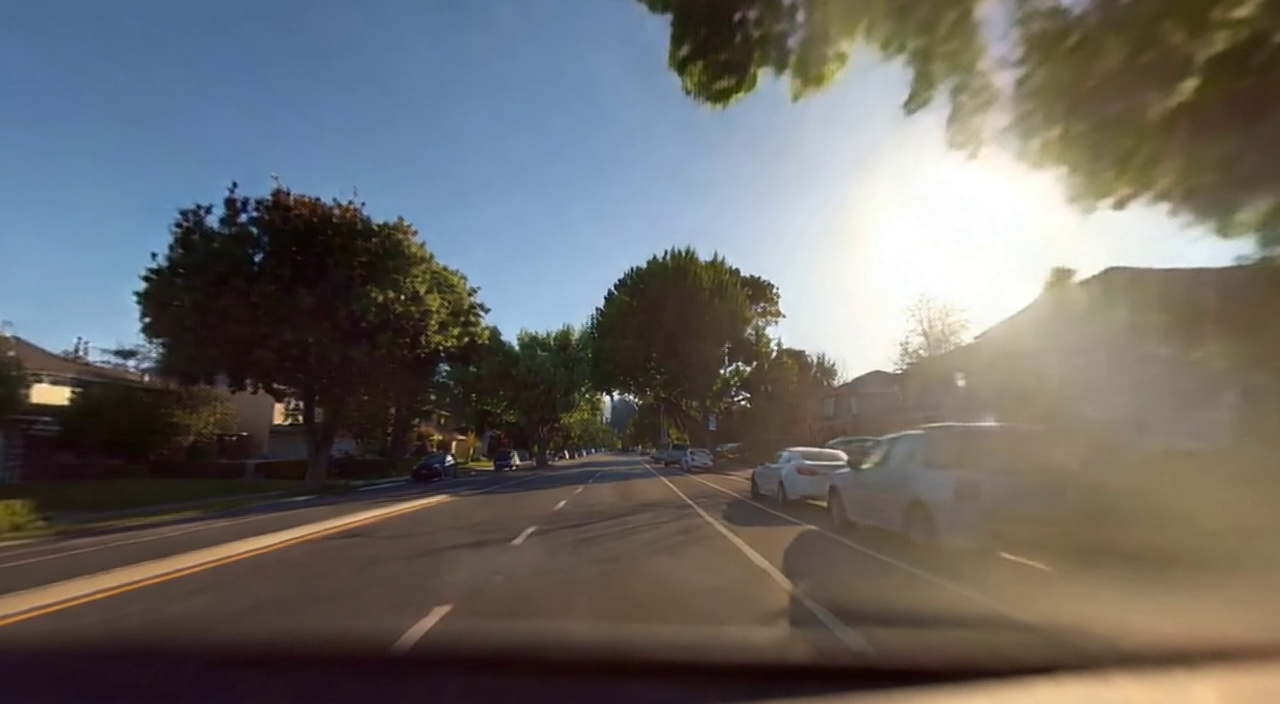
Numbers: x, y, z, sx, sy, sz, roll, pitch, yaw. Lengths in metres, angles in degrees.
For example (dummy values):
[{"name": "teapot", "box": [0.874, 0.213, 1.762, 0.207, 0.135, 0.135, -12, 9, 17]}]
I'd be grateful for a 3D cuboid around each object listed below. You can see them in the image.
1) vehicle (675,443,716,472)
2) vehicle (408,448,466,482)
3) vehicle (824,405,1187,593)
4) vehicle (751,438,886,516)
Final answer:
[{"name": "vehicle", "box": [3.378, 6.502, 39.312, 2.007, 1.657, 4.362, 0, -8, -2]}, {"name": "vehicle", "box": [-11.571, 6.429, 36.289, 2.091, 1.717, 4.392, 0, -8, -3]}, {"name": "vehicle", "box": [4.066, 1.691, 8.165, 1.915, 1.715, 4.451, 0, -8, -1]}, {"name": "vehicle", "box": [3.940, 2.808, 14.774, 1.901, 1.521, 4.204, -1, -8, 0]}]
